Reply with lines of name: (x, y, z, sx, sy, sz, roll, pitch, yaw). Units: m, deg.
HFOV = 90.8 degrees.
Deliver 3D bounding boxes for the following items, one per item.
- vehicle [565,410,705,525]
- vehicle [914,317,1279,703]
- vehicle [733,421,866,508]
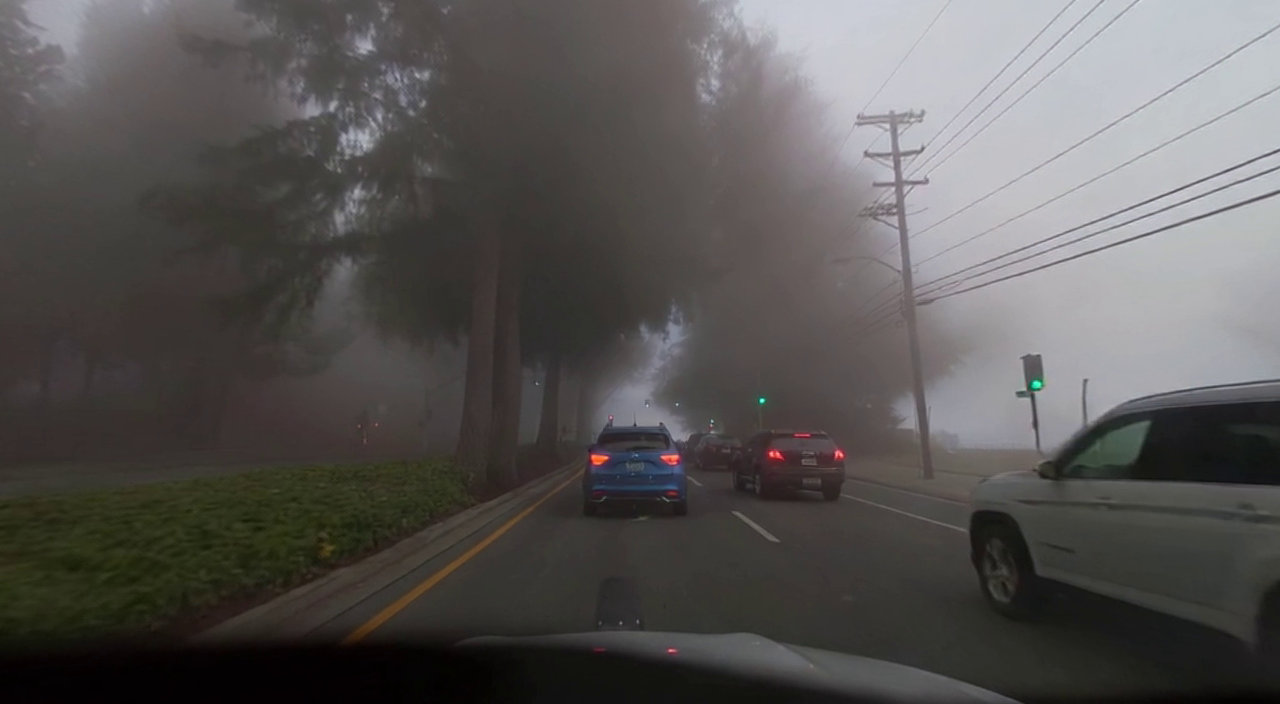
vehicle: (-0.125, 2.095, 11.916, 2.163, 1.746, 4.073, 0, -8, -1)
vehicle: (3.813, 0.893, 3.496, 2.254, 1.840, 4.918, 0, -8, -1)
vehicle: (3.380, 2.465, 14.181, 1.923, 1.653, 3.703, 0, -8, -1)
